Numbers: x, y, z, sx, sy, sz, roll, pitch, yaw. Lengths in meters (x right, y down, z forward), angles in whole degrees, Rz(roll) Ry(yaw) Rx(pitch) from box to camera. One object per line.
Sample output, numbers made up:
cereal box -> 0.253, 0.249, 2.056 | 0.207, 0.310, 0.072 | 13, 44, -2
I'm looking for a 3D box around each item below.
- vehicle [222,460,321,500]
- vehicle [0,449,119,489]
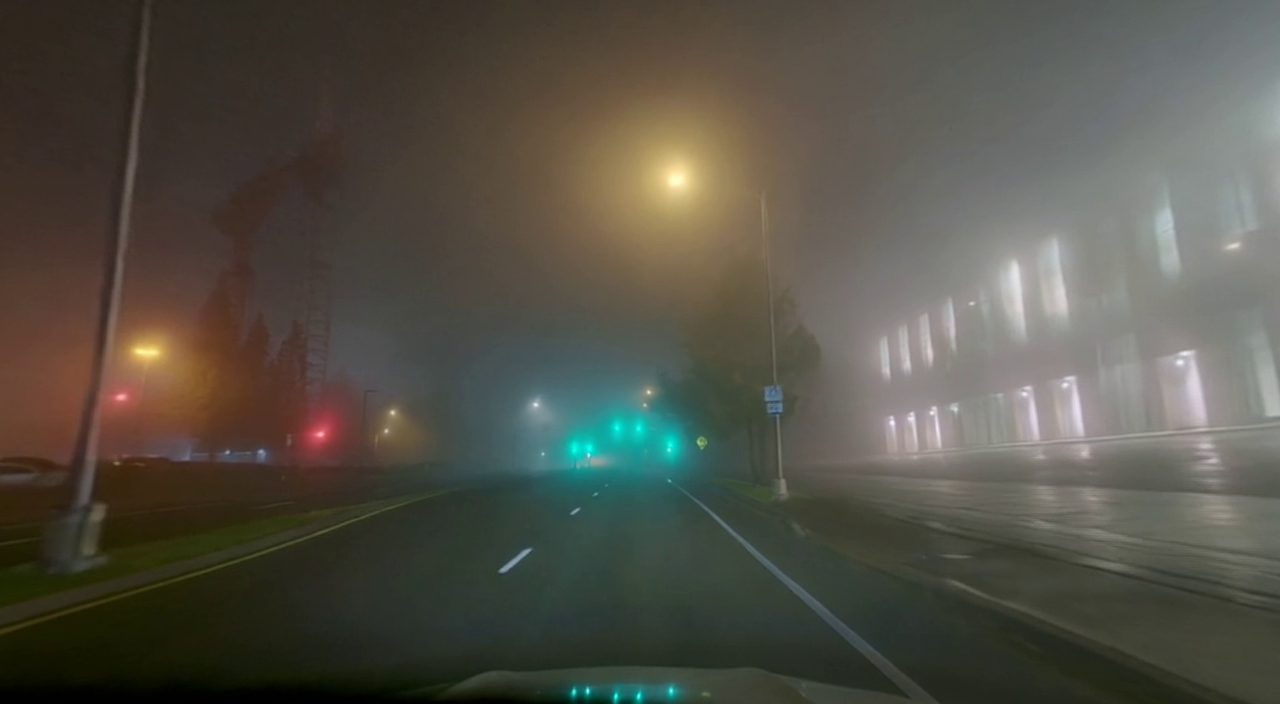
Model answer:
vehicle -> -17.092, 5.943, 29.521 | 1.921, 1.541, 4.541 | -1, -8, 0
vehicle -> -25.329, 4.958, 26.854 | 4.308, 1.612, 1.989 | 1, -9, -2
